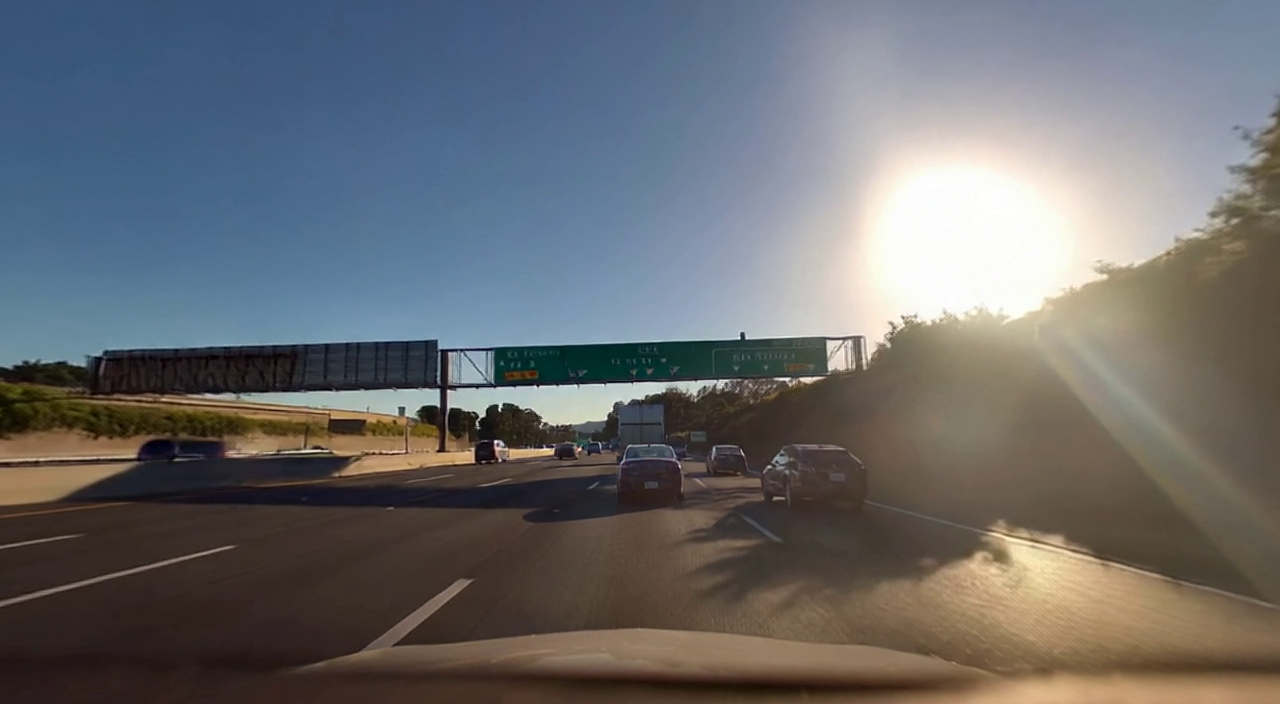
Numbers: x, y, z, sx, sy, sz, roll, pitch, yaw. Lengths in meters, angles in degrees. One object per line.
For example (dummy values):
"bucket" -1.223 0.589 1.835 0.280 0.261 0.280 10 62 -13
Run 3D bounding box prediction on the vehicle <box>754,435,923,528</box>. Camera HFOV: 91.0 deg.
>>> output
"vehicle" 3.658 2.457 12.501 2.044 1.523 3.947 0 -9 0

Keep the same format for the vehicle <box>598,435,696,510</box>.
"vehicle" 0.160 2.817 15.149 2.044 1.554 3.824 0 -9 0

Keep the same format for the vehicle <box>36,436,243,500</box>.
"vehicle" -14.468 3.363 18.720 2.055 1.613 4.955 0 -9 0

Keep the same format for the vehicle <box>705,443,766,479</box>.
"vehicle" 4.238 4.929 28.756 2.002 1.499 4.710 0 -9 -1

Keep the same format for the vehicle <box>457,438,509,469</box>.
"vehicle" -9.936 6.460 40.263 1.978 1.821 4.975 0 -9 1
